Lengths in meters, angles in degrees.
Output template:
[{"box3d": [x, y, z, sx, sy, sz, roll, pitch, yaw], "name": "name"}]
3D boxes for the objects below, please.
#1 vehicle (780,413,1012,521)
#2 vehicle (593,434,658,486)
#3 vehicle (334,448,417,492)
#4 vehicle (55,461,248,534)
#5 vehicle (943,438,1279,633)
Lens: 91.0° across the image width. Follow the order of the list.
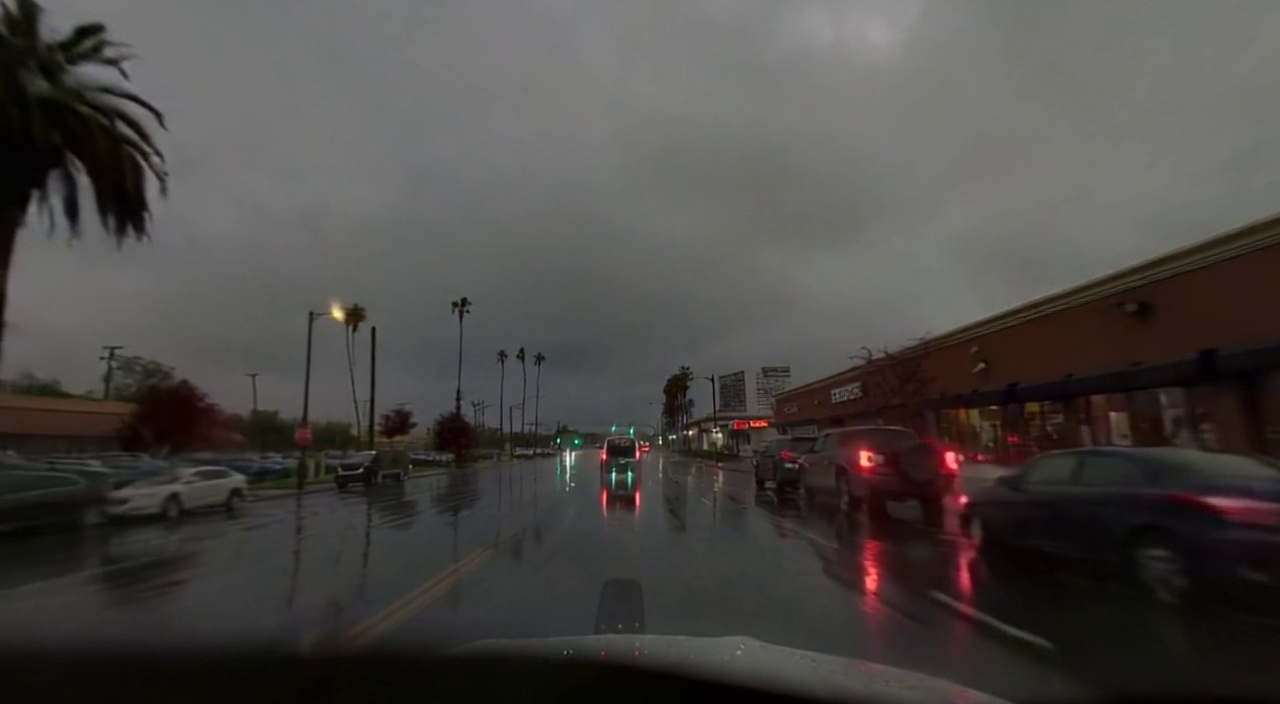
[{"box3d": [5.419, 2.582, 14.764, 2.568, 1.974, 6.203, 0, -8, -3], "name": "vehicle"}, {"box3d": [-0.528, 4.074, 24.051, 2.239, 1.763, 4.096, 0, -8, 0], "name": "vehicle"}, {"box3d": [-13.547, 6.019, 32.590, 2.296, 1.847, 4.856, -4, -8, -1], "name": "vehicle"}, {"box3d": [-13.400, 3.958, 17.733, 1.914, 1.489, 4.523, -5, -8, -1], "name": "vehicle"}, {"box3d": [5.588, 1.722, 7.130, 1.805, 1.429, 4.911, 0, -8, -1], "name": "vehicle"}]
